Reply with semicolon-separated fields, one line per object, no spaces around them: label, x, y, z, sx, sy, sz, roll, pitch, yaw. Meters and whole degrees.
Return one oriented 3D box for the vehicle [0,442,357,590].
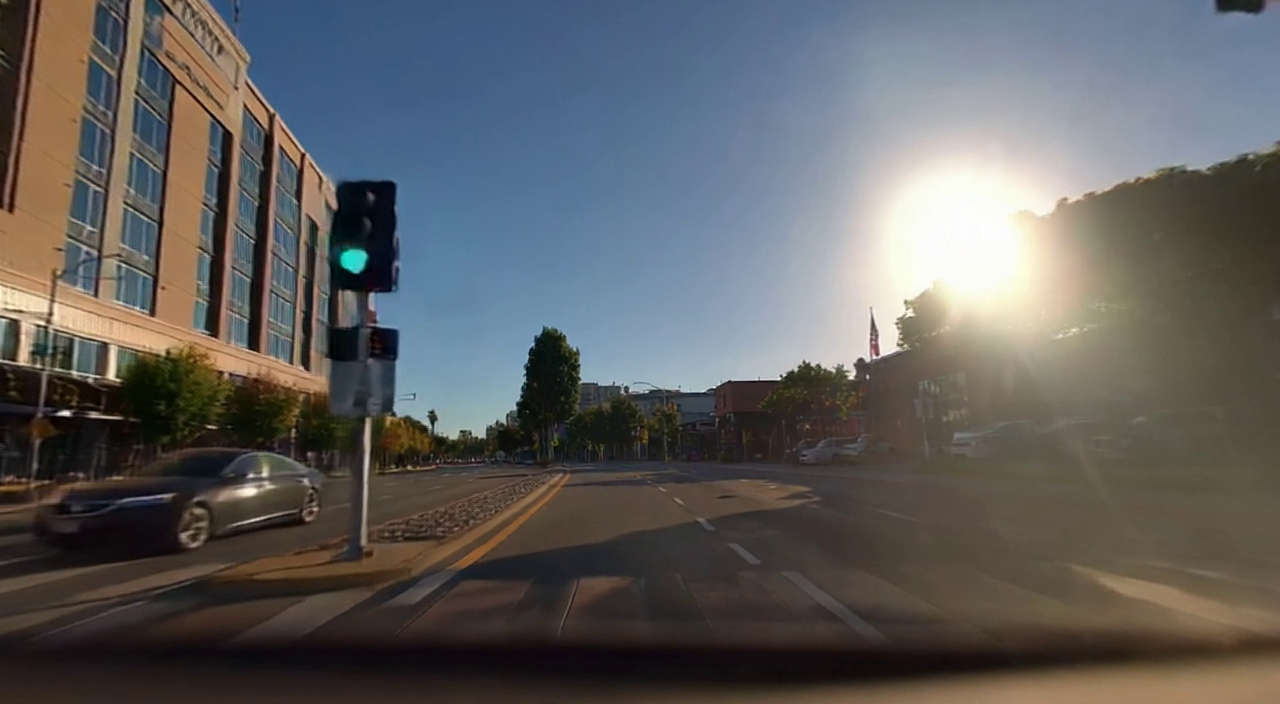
vehicle;-5.707;1.983;8.676;1.894;1.474;4.332;0;-8;-4
